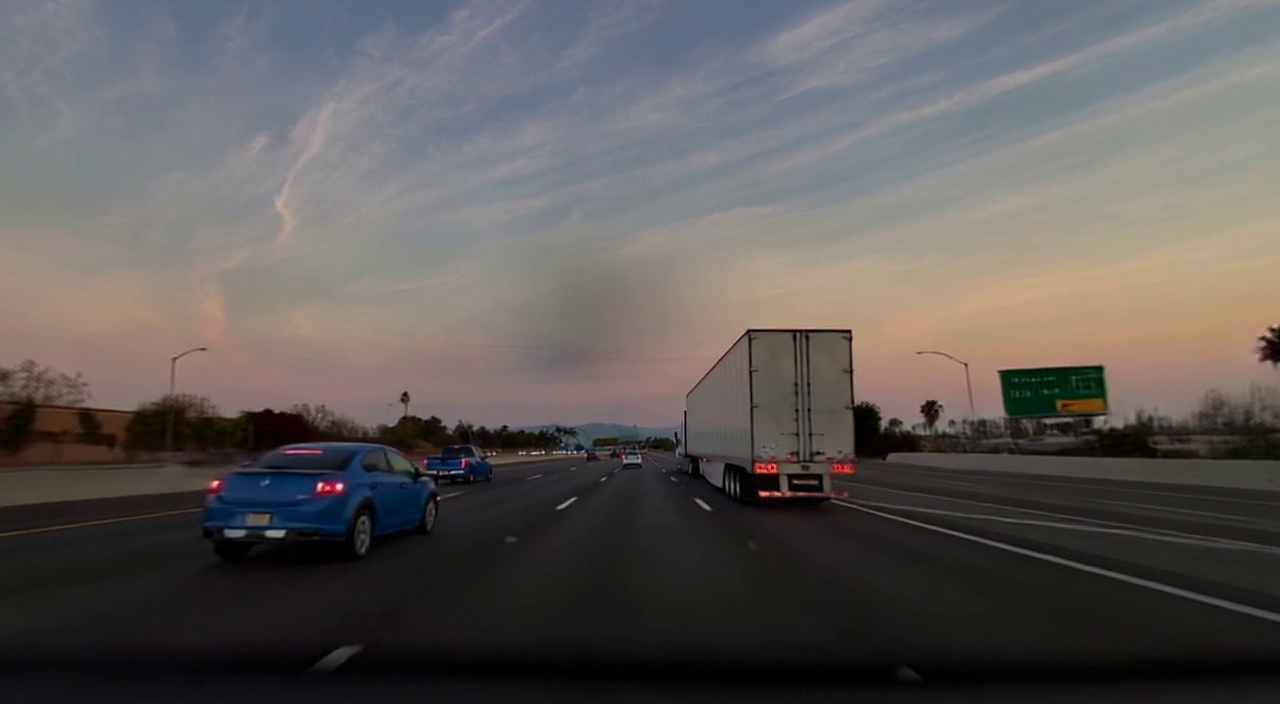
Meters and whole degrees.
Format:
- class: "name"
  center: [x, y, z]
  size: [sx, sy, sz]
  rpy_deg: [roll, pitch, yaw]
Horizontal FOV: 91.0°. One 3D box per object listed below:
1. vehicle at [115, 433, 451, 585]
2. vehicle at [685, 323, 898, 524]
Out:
- class: "vehicle"
  center: [-4.289, 1.922, 8.572]
  size: [2.120, 1.537, 4.139]
  rpy_deg: [0, -9, 0]
- class: "vehicle"
  center: [3.664, 2.651, 21.124]
  size: [2.891, 4.123, 16.415]
  rpy_deg: [0, -9, -1]
